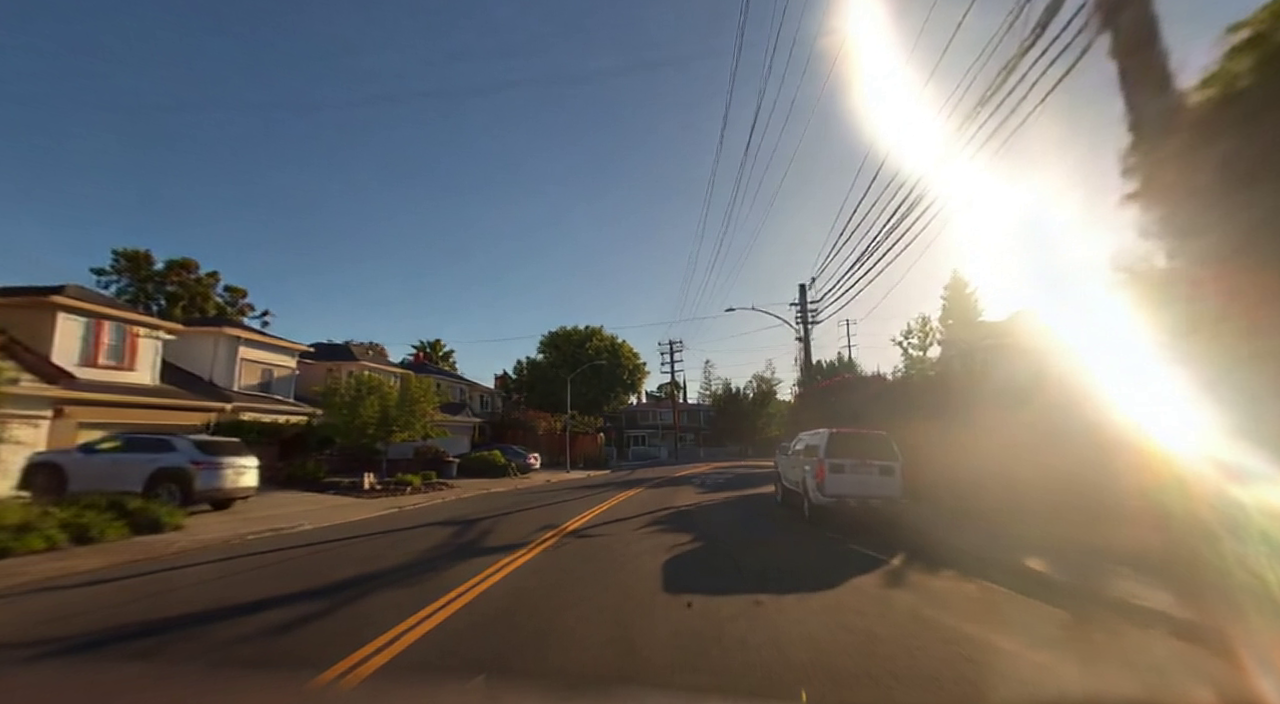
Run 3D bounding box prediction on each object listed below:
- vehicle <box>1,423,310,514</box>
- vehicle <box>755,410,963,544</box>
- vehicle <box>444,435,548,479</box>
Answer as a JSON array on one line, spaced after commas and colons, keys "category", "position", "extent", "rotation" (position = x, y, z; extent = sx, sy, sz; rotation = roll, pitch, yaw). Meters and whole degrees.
[{"category": "vehicle", "position": [-11.384, 2.737, 15.172], "extent": [5.632, 1.957, 2.302], "rotation": [-1, -9, 5]}, {"category": "vehicle", "position": [3.773, 2.337, 12.504], "extent": [2.273, 1.938, 6.400], "rotation": [0, -9, 4]}, {"category": "vehicle", "position": [-8.117, 5.921, 35.867], "extent": [5.228, 2.041, 2.023], "rotation": [2, -7, 12]}]
